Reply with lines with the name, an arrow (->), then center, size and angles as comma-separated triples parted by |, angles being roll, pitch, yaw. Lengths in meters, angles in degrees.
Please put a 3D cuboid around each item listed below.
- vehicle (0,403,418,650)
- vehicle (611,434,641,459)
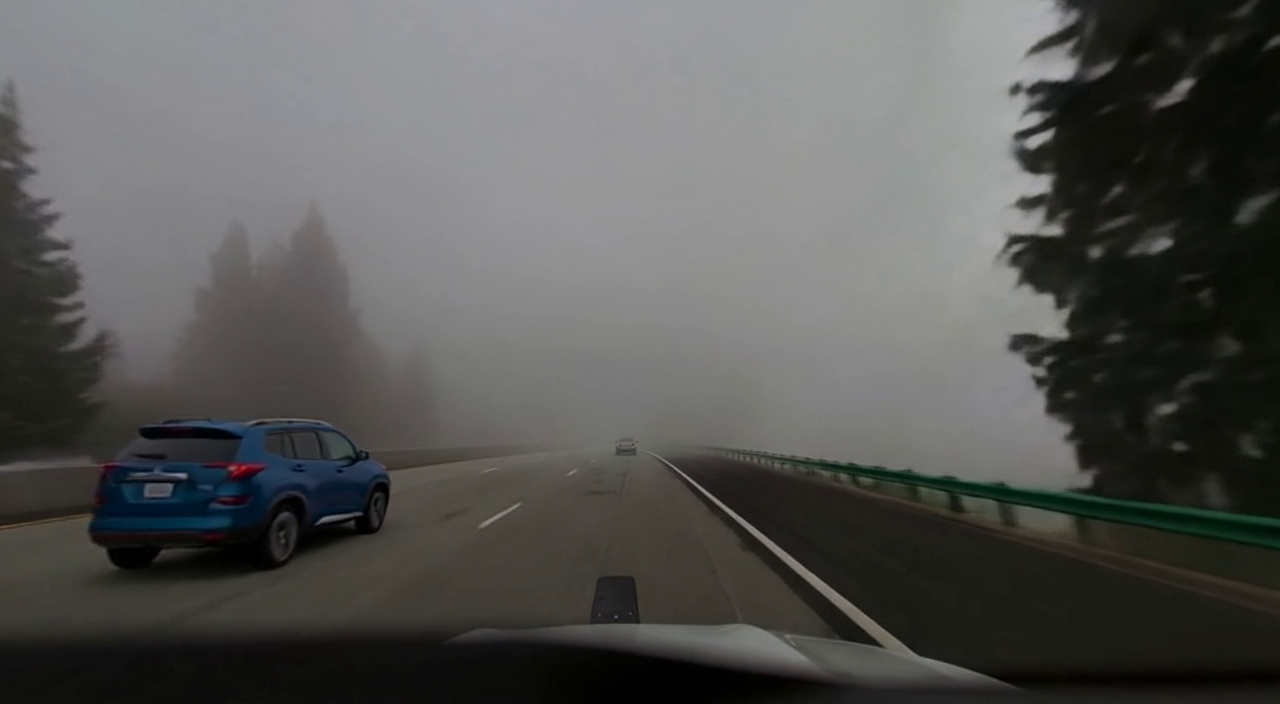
vehicle -> -4.158, 1.409, 6.404 | 2.072, 1.545, 4.767 | 0, -8, 0
vehicle -> -0.887, 5.982, 40.092 | 1.836, 1.450, 3.519 | 0, -8, -1
